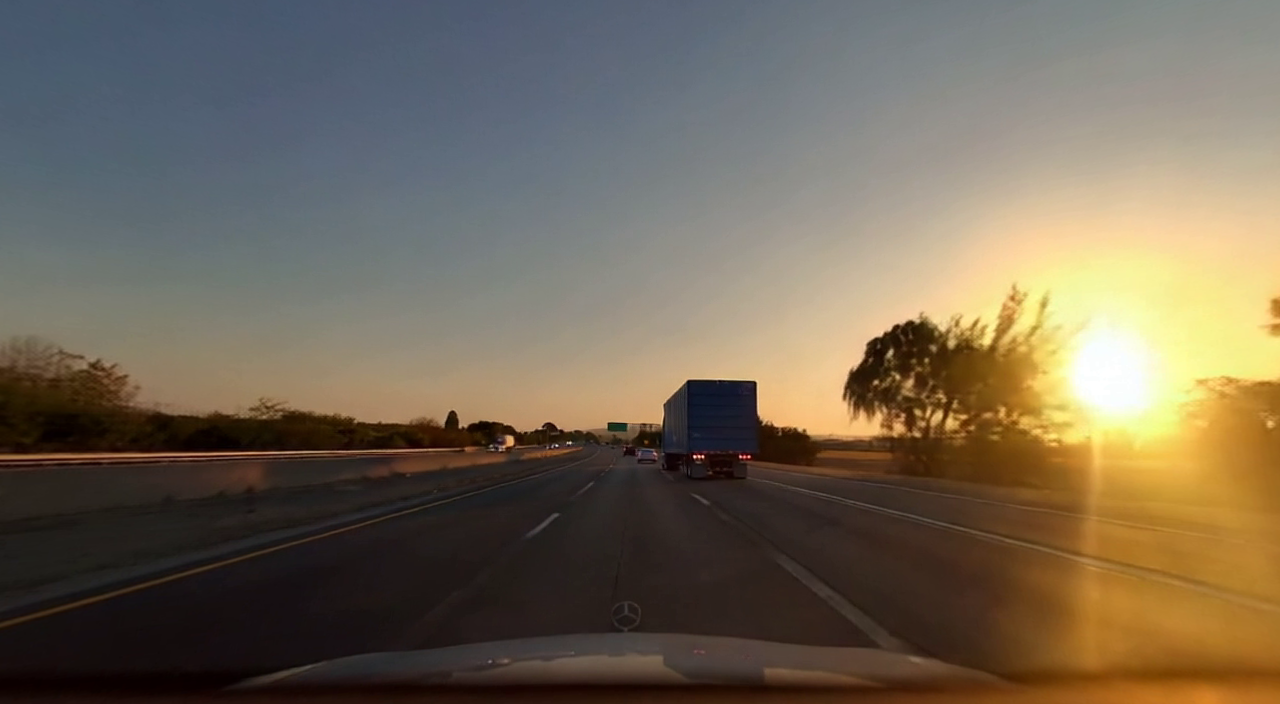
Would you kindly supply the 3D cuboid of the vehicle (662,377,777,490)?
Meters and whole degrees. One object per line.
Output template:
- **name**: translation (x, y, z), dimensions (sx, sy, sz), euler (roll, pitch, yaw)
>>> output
- **vehicle**: translation (3.209, 4.245, 31.481), dimensions (3.462, 4.177, 16.311), euler (0, -9, 0)
